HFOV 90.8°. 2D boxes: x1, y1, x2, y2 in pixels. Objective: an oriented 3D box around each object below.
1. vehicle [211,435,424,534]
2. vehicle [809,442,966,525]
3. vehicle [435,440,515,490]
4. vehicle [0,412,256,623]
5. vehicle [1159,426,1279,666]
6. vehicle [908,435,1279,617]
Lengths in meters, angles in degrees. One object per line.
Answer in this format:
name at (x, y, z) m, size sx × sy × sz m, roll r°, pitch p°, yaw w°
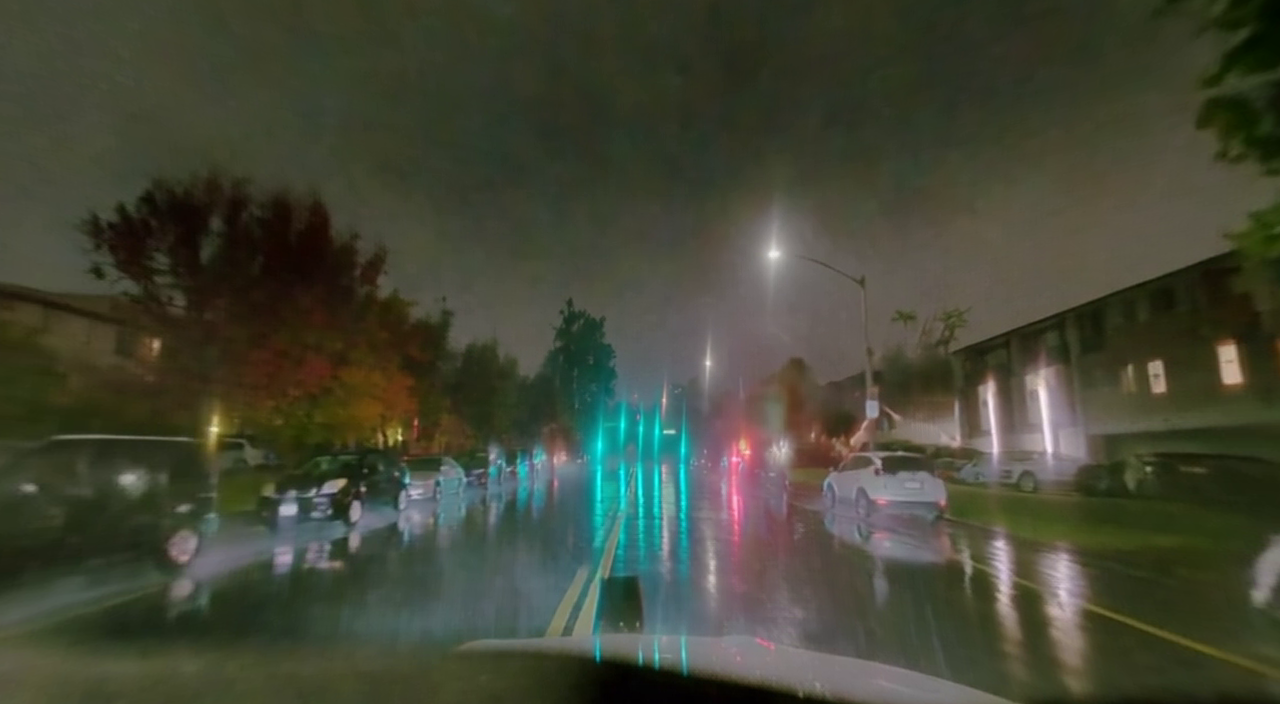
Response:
vehicle at (-6.331, 2.628, 13.205) m, size 1.947 × 1.665 × 4.716 m, roll 0°, pitch -9°, yaw 0°
vehicle at (5.059, 2.714, 13.577) m, size 1.729 × 1.479 × 4.101 m, roll 0°, pitch -9°, yaw 0°
vehicle at (-6.262, 4.336, 24.536) m, size 1.904 × 1.727 × 4.530 m, roll 0°, pitch -9°, yaw -1°
vehicle at (-6.434, 1.547, 6.116) m, size 2.033 × 1.759 × 5.372 m, roll -1°, pitch -9°, yaw 0°
vehicle at (4.950, 1.000, 2.508) m, size 1.861 × 1.490 × 4.619 m, roll 0°, pitch -9°, yaw 0°
vehicle at (5.143, 1.813, 7.646) m, size 1.747 × 1.486 × 4.672 m, roll 0°, pitch -9°, yaw 0°
